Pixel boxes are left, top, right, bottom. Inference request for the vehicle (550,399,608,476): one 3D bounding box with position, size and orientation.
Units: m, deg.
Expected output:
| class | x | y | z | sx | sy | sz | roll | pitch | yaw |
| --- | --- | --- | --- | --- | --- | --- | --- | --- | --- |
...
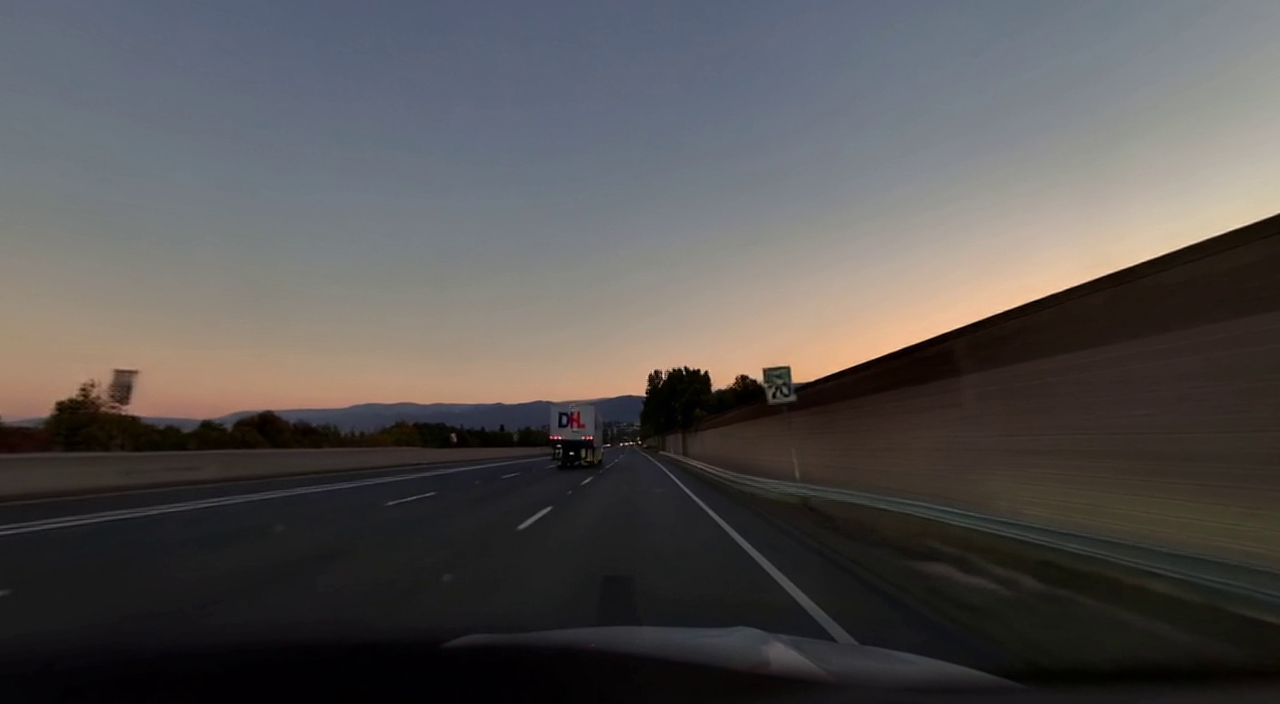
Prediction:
| class | x | y | z | sx | sy | sz | roll | pitch | yaw |
| --- | --- | --- | --- | --- | --- | --- | --- | --- | --- |
| vehicle | -3.557 | 5.295 | 38.955 | 2.796 | 4.184 | 8.554 | 1 | -8 | 0 |
